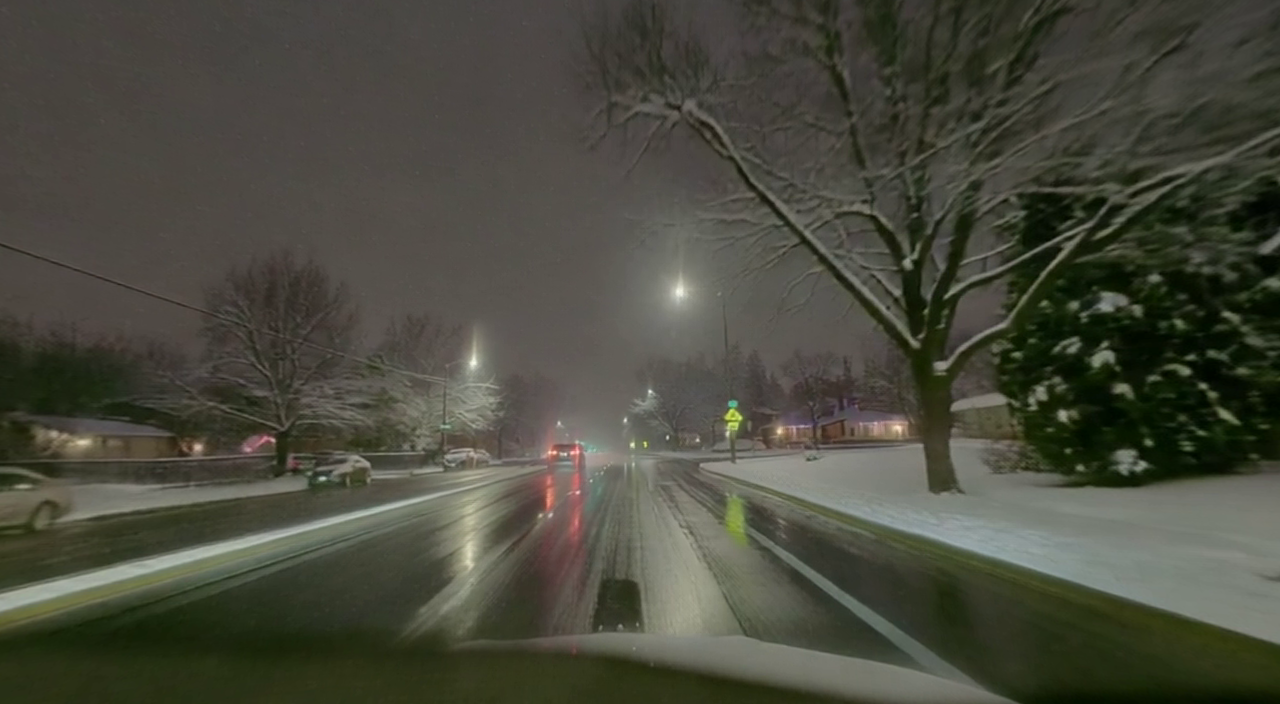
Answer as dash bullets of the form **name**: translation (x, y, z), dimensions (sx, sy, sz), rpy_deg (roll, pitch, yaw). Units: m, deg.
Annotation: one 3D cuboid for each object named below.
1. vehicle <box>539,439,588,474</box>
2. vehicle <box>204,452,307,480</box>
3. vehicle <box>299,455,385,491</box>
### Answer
- **vehicle**: translation (-4.045, 5.583, 33.995), dimensions (2.135, 1.731, 4.232), rpy_deg (0, -8, 0)
- **vehicle**: translation (-21.722, 6.438, 35.756), dimensions (4.669, 1.464, 1.879), rpy_deg (-1, -9, 6)
- **vehicle**: translation (-14.299, 5.810, 30.636), dimensions (1.900, 1.494, 4.730), rpy_deg (0, -8, -1)
